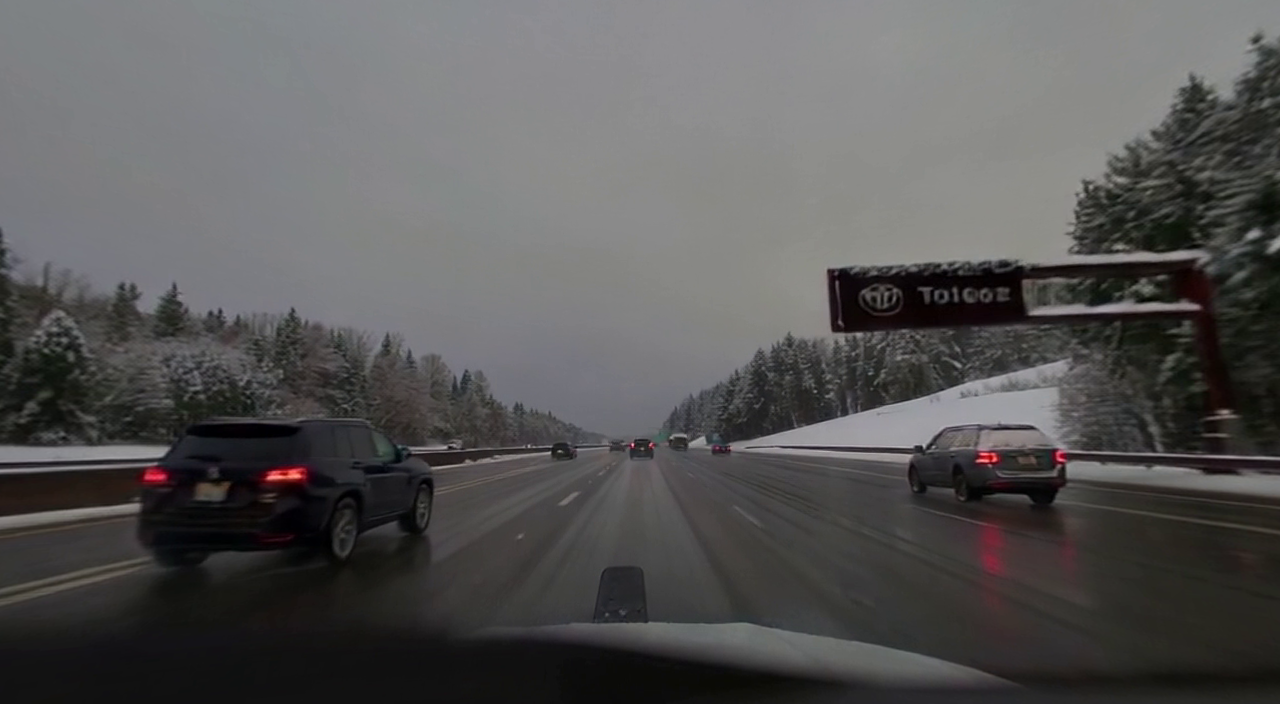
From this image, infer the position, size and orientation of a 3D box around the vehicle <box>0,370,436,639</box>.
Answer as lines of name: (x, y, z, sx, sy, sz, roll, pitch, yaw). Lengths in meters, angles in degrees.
vehicle: (-4.036, 1.351, 6.630, 2.118, 1.750, 4.875, 0, -8, 0)

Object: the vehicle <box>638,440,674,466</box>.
vehicle: (0.905, 6.104, 38.368, 2.050, 1.452, 3.917, 0, -8, -1)

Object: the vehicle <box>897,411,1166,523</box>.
vehicle: (7.284, 2.205, 12.607, 2.123, 1.756, 4.959, 0, -8, -1)
